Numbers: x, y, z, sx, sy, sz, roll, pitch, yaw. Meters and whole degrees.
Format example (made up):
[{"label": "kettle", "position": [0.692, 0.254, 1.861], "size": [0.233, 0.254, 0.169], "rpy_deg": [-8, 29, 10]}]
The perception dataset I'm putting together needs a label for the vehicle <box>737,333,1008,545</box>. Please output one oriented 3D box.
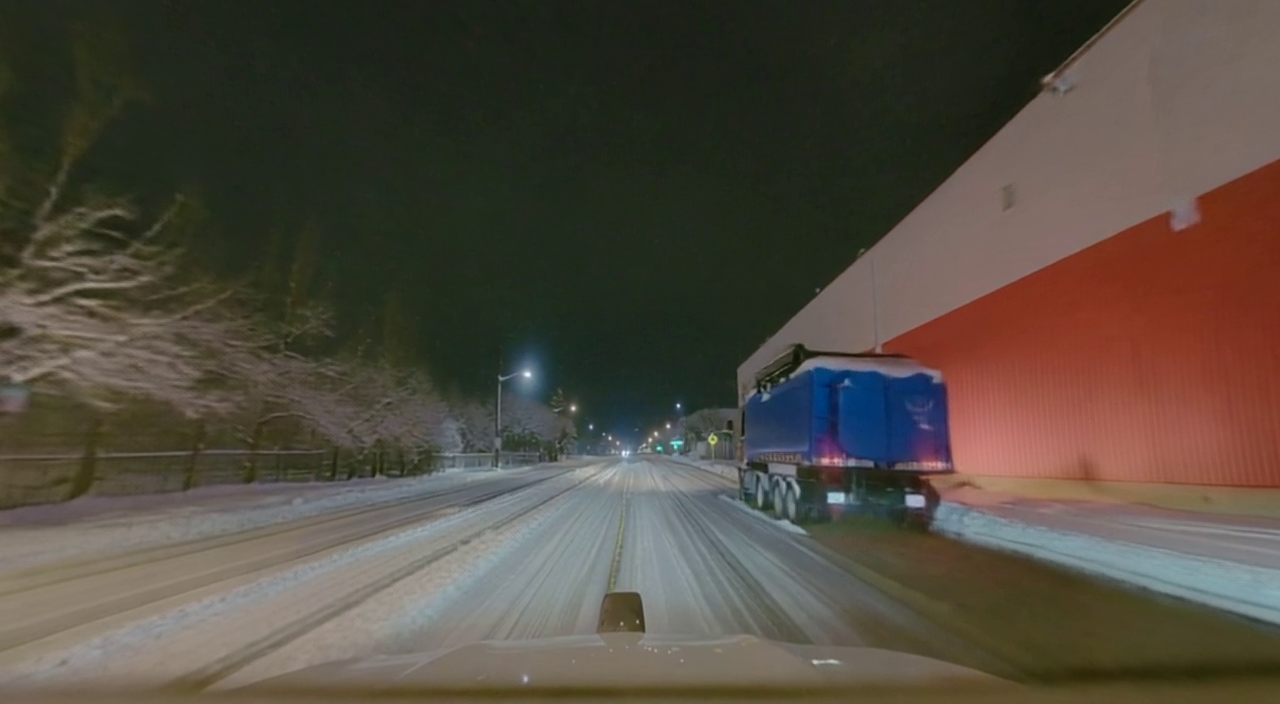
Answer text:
[{"label": "vehicle", "position": [4.097, 1.804, 13.050], "size": [3.019, 3.303, 6.252], "rpy_deg": [0, -9, -1]}]
